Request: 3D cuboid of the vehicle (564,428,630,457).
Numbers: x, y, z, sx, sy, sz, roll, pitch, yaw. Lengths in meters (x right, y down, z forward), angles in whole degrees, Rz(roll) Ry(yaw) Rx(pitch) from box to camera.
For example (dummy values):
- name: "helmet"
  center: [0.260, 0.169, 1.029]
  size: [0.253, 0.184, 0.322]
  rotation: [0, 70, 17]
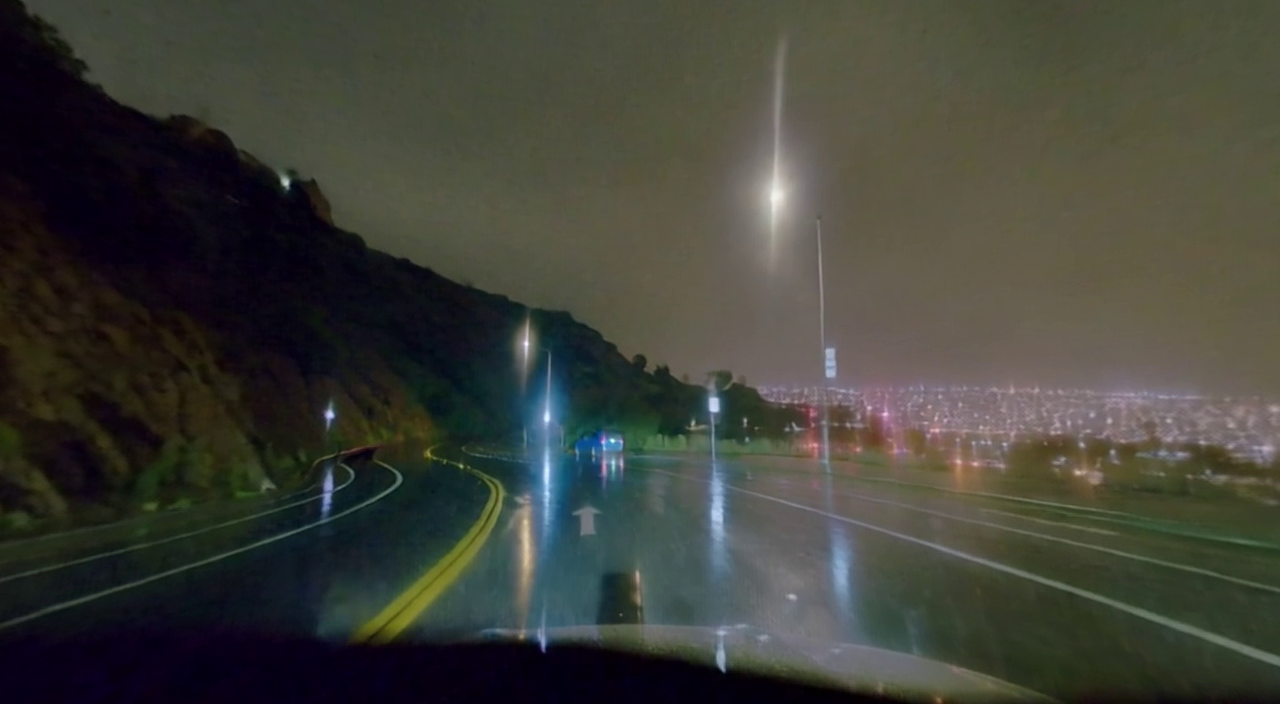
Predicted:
- name: "vehicle"
  center: [-2.525, 5.517, 38.397]
  size: [2.064, 1.667, 4.453]
  rotation: [-4, -9, 25]
